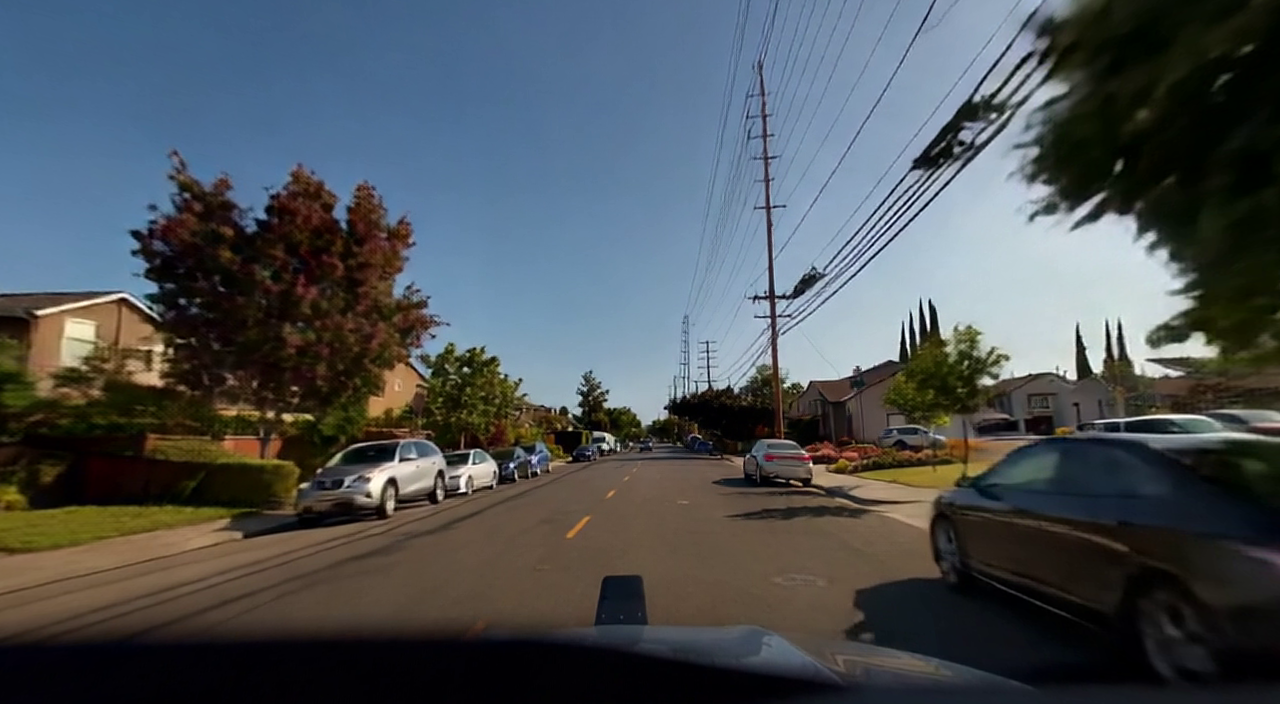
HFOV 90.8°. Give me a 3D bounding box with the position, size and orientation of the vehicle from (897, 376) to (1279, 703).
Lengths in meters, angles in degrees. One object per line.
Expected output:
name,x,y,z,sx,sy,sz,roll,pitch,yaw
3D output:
vehicle,3.626,1.160,4.259,1.940,1.593,4.641,0,-9,2

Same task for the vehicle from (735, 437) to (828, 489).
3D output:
vehicle,4.504,3.616,20.995,2.108,1.493,4.878,0,-9,2

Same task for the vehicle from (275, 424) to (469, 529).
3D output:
vehicle,-5.820,2.758,14.635,2.192,1.873,4.985,-3,-9,2
